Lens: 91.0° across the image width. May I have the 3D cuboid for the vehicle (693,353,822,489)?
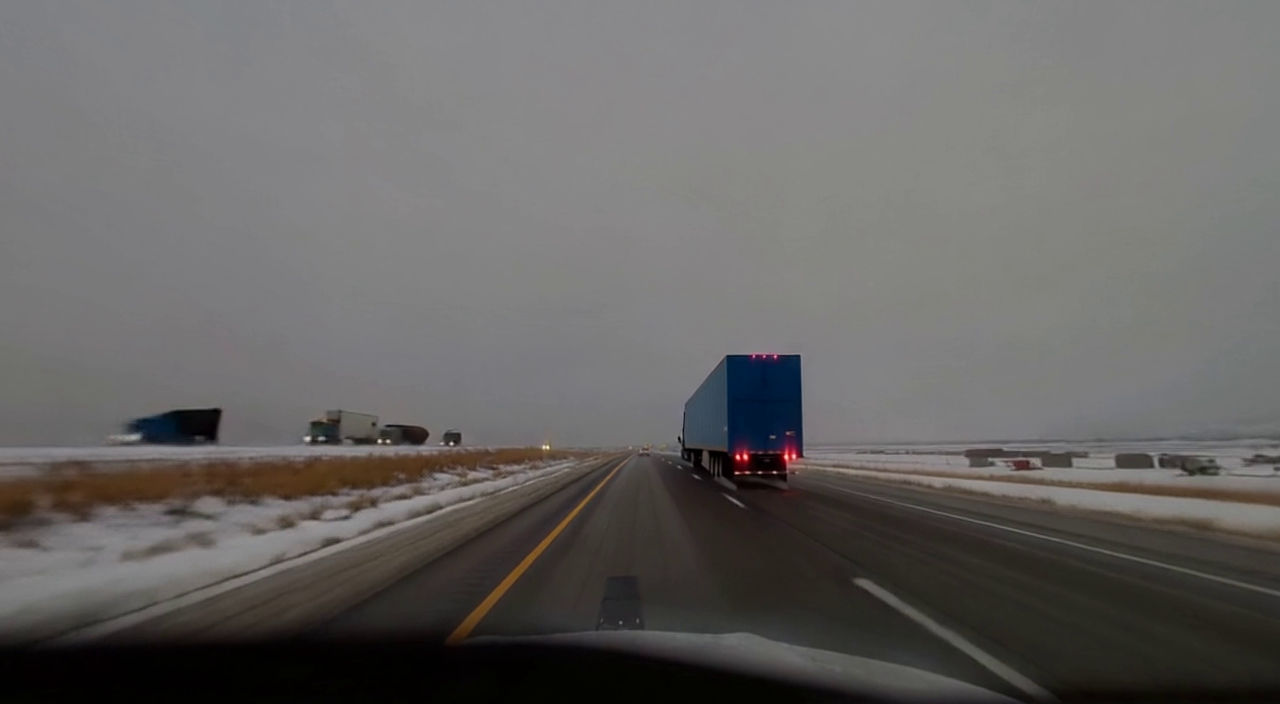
[{"bbox_3d":[4.167,3.087,26.019,2.818,4.206,12.987,0,-9,0],"label":"vehicle"}]

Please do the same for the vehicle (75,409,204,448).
[{"bbox_3d":[-29.658,4.664,37.694,2.329,2.083,6.351,0,-9,2],"label":"vehicle"}]
